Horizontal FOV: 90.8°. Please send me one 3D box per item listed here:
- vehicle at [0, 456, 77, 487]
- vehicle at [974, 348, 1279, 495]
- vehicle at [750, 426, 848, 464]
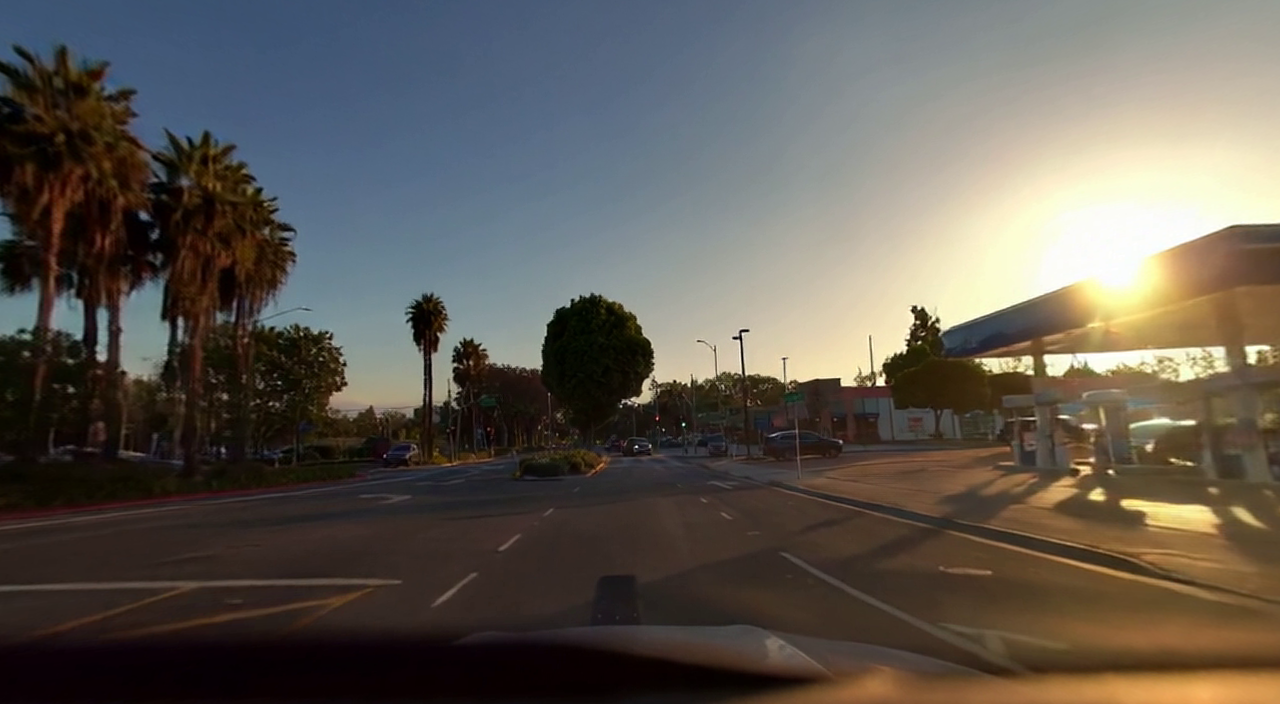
[{"bbox_3d":[-36.319,7.001,37.324,1.917,1.684,4.567,0,-9,-2],"label":"vehicle"},{"bbox_3d":[13.422,2.072,17.079,2.944,2.783,10.332,0,-9,-1],"label":"vehicle"},{"bbox_3d":[9.648,5.640,38.141,6.059,2.082,2.703,7,-11,-41],"label":"vehicle"}]
